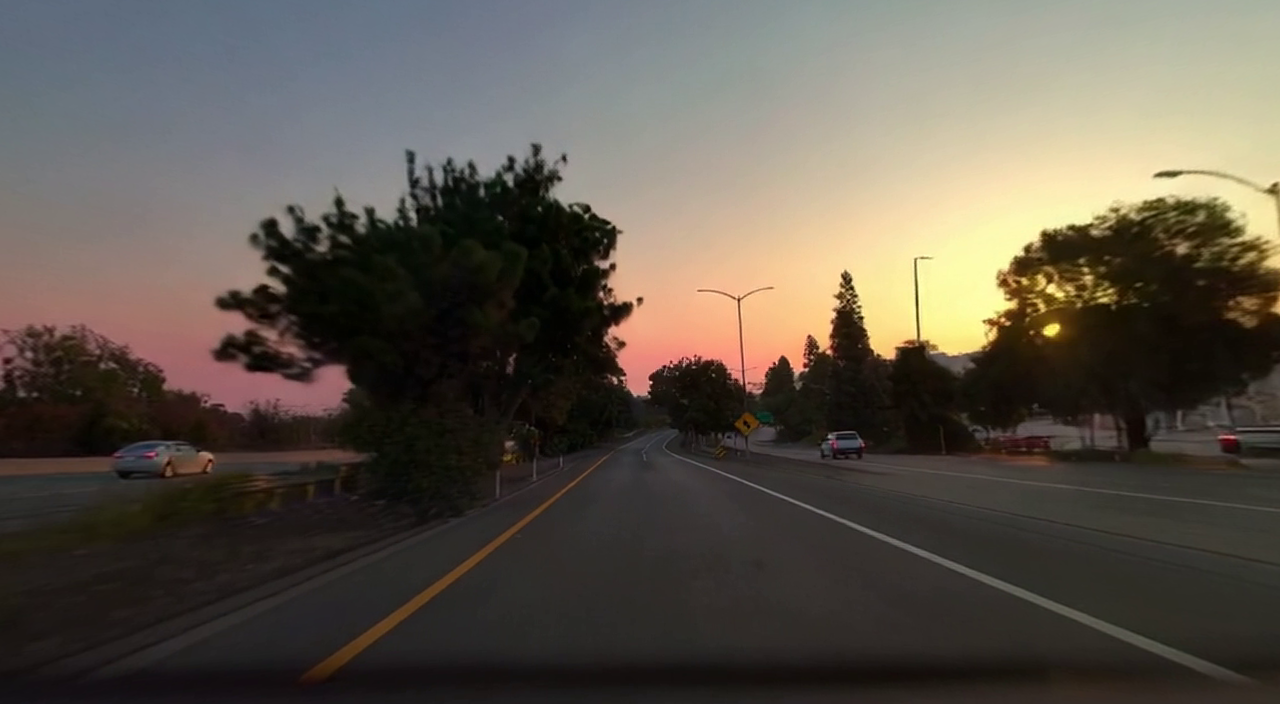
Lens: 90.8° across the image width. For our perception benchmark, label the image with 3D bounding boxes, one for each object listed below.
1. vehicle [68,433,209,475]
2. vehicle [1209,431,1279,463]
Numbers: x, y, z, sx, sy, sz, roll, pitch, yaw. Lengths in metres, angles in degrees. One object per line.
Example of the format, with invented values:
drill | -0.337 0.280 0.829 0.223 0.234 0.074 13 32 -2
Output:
vehicle | -19.917 4.084 25.407 2.068 1.518 4.438 0 -9 -1
vehicle | 30.519 4.576 30.450 4.141 1.505 1.972 -1 -9 3
